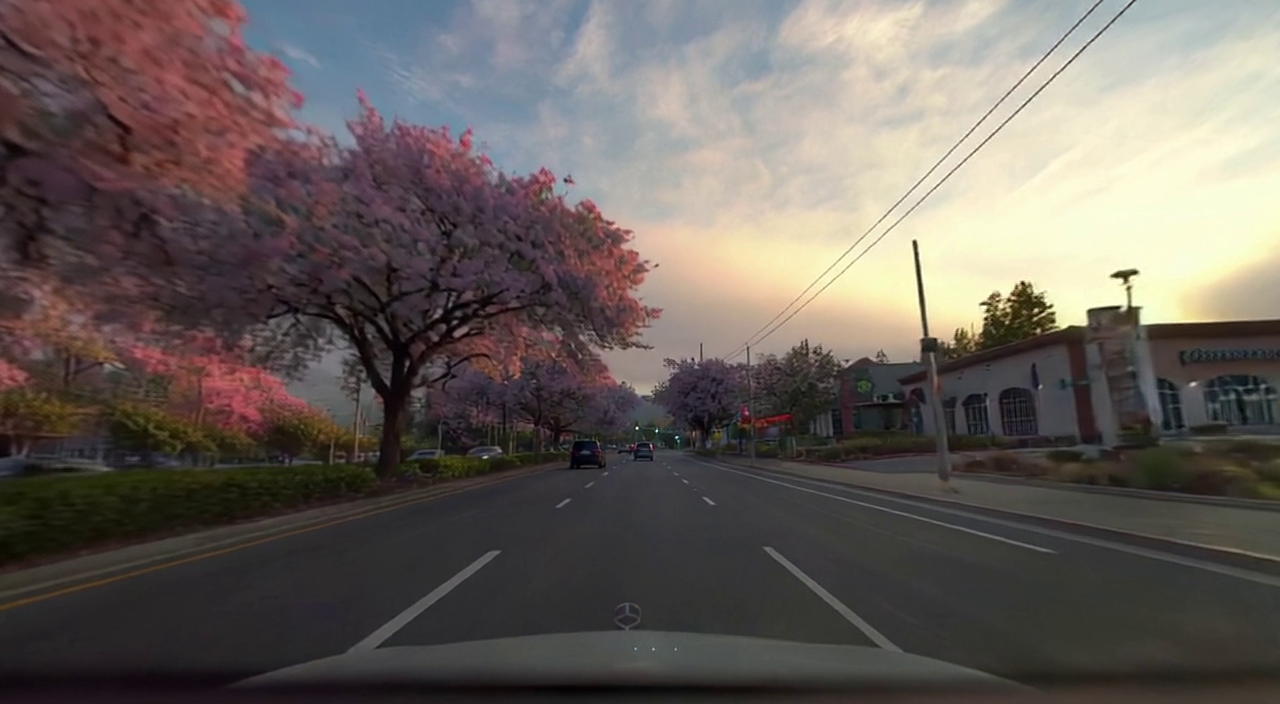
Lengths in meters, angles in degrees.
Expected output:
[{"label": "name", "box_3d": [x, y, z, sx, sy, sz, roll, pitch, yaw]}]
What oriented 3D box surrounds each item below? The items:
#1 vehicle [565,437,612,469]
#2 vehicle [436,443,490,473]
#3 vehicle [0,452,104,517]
[{"label": "vehicle", "box_3d": [-3.155, 6.366, 39.769, 2.453, 1.844, 4.751, 0, -8, 1]}, {"label": "vehicle", "box_3d": [-11.411, 6.840, 40.869, 2.049, 1.797, 4.679, 0, -8, 1]}, {"label": "vehicle", "box_3d": [-18.273, 3.716, 17.754, 2.111, 1.702, 4.543, 0, -8, 1]}]
